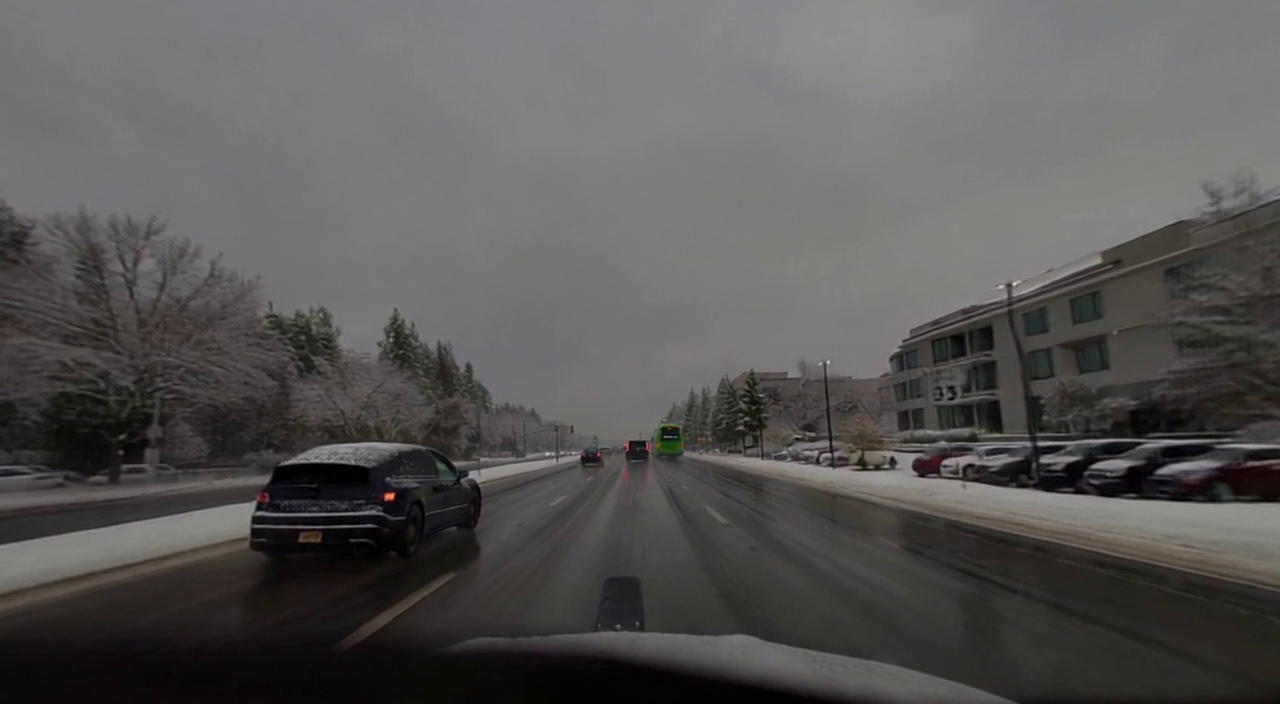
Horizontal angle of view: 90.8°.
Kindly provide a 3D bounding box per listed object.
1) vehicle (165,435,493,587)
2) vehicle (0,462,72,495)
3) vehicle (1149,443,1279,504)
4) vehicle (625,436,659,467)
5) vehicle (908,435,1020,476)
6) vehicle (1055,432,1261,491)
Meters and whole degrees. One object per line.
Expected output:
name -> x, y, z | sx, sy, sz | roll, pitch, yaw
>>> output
vehicle -> -3.599, 1.913, 8.553 | 2.120, 1.481, 4.535 | 0, -9, 0
vehicle -> -33.902, 6.893, 34.117 | 4.583, 1.608, 1.945 | -3, -10, 0
vehicle -> 16.689, 3.181, 16.747 | 4.682, 1.507, 1.878 | 0, -9, 0
vehicle -> 0.083, 7.213, 45.964 | 2.336, 2.122, 5.207 | 0, -9, -1
vehicle -> 16.902, 5.445, 33.141 | 4.520, 1.834, 2.167 | -3, -10, -1
vehicle -> 15.979, 3.392, 19.694 | 4.628, 1.706, 1.965 | 0, -9, 0
